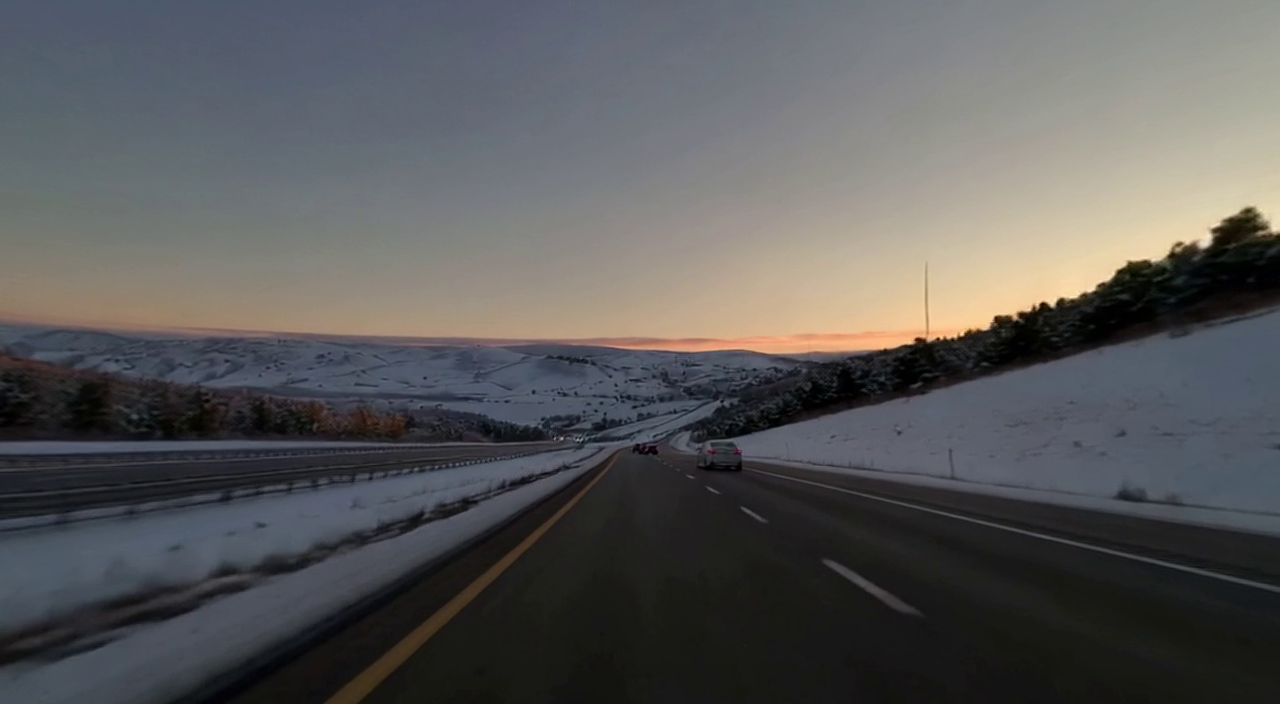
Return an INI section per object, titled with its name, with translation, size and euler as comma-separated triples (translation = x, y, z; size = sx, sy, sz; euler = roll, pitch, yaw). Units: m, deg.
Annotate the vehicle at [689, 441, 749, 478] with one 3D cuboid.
[vehicle]
translation = 3.482, 4.799, 28.597
size = 1.960, 1.516, 4.657
euler = 0, -8, -2
